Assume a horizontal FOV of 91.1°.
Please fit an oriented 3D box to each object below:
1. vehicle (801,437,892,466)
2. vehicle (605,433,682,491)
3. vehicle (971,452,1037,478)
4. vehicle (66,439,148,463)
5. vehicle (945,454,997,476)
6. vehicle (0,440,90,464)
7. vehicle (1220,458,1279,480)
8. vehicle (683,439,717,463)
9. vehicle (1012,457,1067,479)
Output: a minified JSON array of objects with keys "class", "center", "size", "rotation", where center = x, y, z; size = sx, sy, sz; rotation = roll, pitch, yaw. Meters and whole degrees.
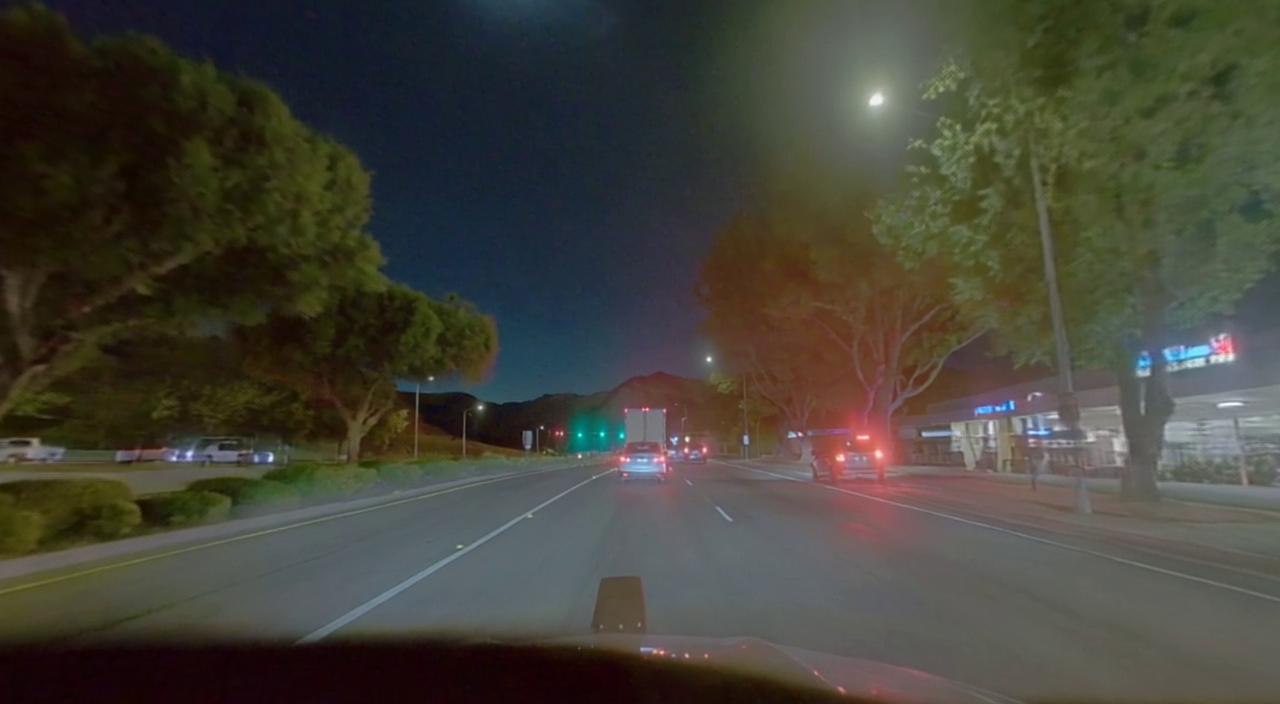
[{"class":"vehicle","center":[12.632,6.103,38.660],"size":[4.887,1.734,2.014],"rotation":[0,-8,2]},{"class":"vehicle","center":[0.112,3.455,20.000],"size":[2.193,1.651,3.946],"rotation":[0,-8,0]},{"class":"vehicle","center":[27.325,8.446,47.268],"size":[2.108,1.735,4.476],"rotation":[1,-8,-3]},{"class":"vehicle","center":[-35.668,6.610,42.134],"size":[3.714,1.510,1.917],"rotation":[4,-9,-23]},{"class":"vehicle","center":[24.752,8.429,47.056],"size":[1.751,1.439,3.847],"rotation":[0,-8,-1]},{"class":"vehicle","center":[-36.591,6.137,38.635],"size":[3.640,1.447,1.788],"rotation":[4,-9,-26]},{"class":"vehicle","center":[46.641,8.802,47.456],"size":[1.891,1.495,4.028],"rotation":[0,-9,4]},{"class":"vehicle","center":[4.376,7.327,46.477],"size":[2.088,1.655,4.360],"rotation":[0,-8,0]},{"class":"vehicle","center":[30.167,8.753,47.501],"size":[1.745,1.464,3.716],"rotation":[0,-8,0]}]
